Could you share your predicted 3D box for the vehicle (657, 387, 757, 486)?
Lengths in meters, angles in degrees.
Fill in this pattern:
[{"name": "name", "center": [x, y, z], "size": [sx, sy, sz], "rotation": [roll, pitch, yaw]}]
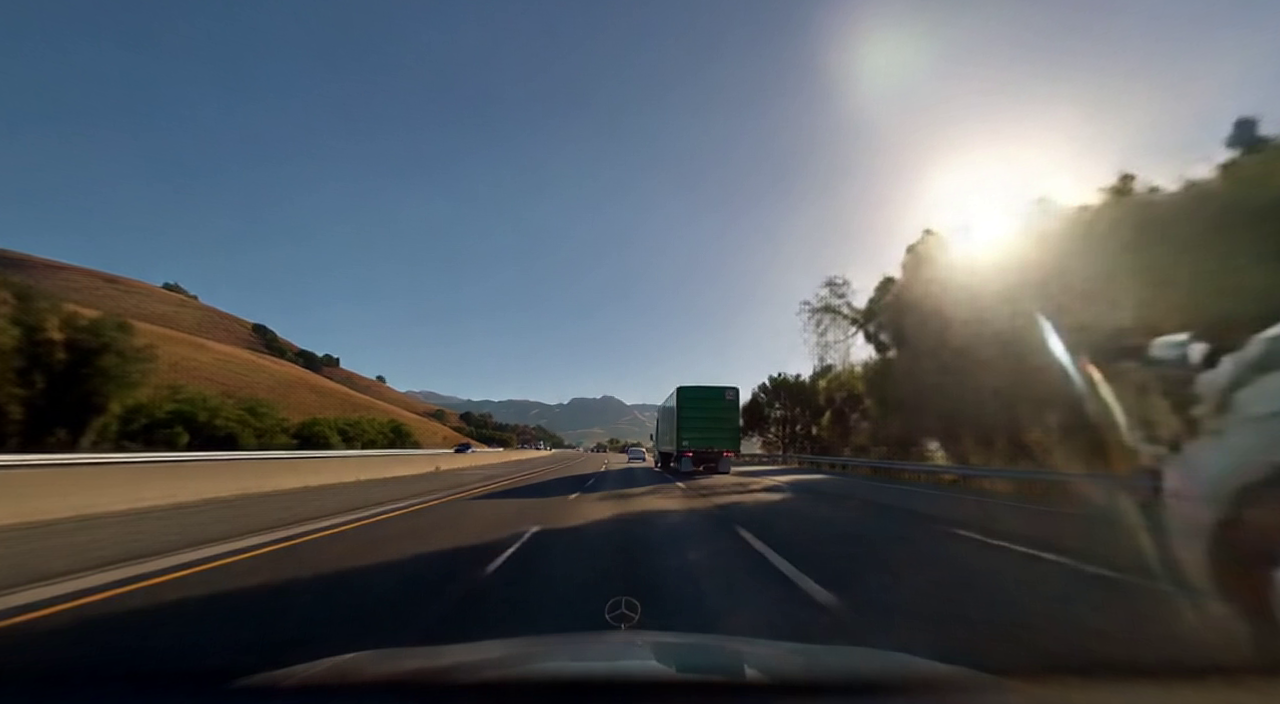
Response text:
[{"name": "vehicle", "center": [3.080, 4.806, 35.010], "size": [3.462, 4.177, 16.311], "rotation": [0, -9, -1]}]
